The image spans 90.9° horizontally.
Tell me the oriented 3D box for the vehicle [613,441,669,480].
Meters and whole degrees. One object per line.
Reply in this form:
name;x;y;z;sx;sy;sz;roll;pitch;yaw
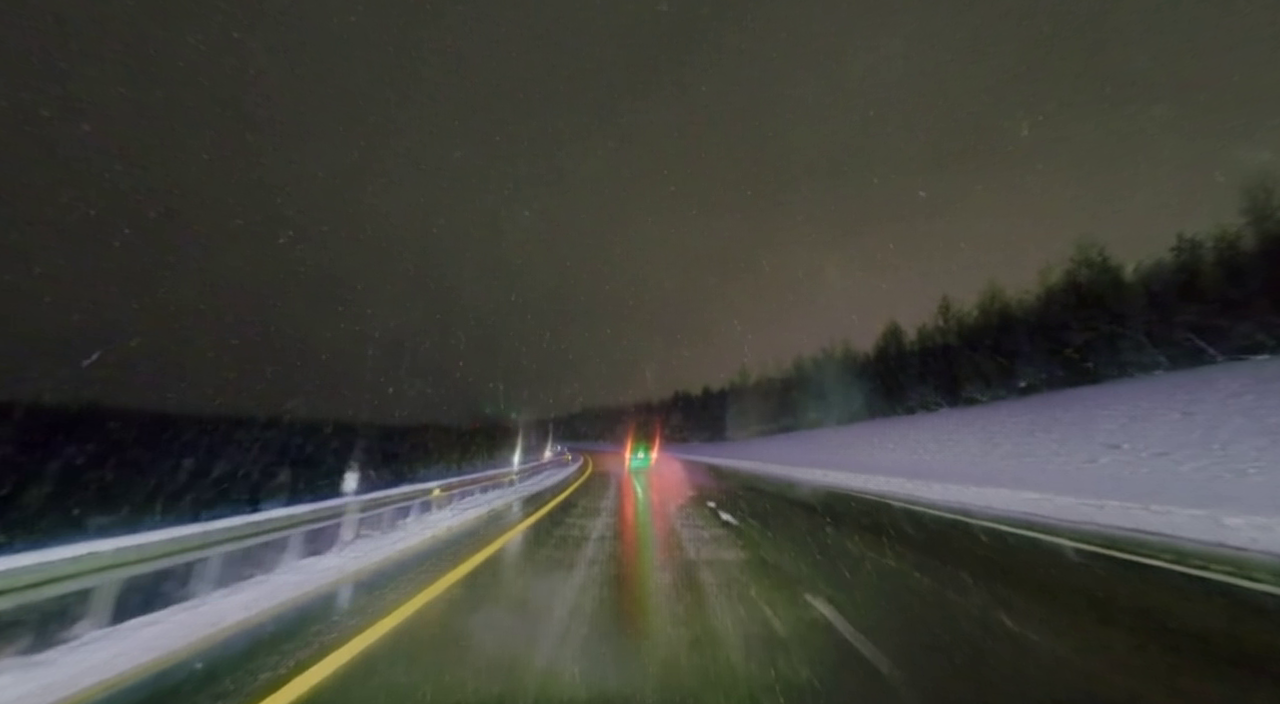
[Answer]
vehicle;-0.046;4.481;26.394;2.029;1.474;4.183;0;-9;-4
